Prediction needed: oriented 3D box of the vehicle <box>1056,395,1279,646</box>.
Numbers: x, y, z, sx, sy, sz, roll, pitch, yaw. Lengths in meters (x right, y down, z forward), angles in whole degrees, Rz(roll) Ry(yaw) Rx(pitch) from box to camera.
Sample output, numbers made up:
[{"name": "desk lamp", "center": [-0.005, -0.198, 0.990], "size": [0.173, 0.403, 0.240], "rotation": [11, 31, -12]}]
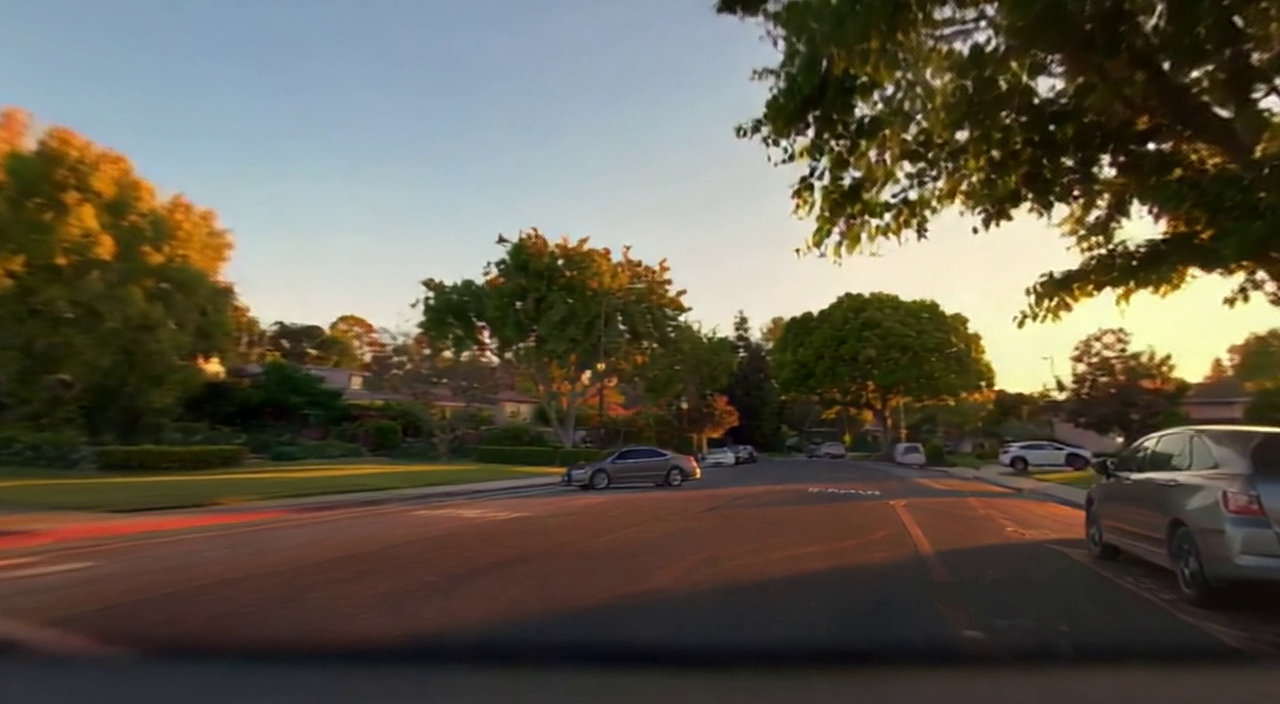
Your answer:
[{"name": "vehicle", "center": [6.312, 1.545, 6.680], "size": [2.154, 1.855, 4.689], "rotation": [-3, -9, 21]}]

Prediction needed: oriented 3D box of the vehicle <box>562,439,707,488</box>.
[{"name": "vehicle", "center": [-0.235, 3.870, 22.108], "size": [4.750, 1.559, 1.928], "rotation": [2, -9, -13]}]

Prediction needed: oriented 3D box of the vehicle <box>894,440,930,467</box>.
[{"name": "vehicle", "center": [20.873, 7.769, 48.559], "size": [2.051, 1.925, 4.625], "rotation": [-3, -9, 18]}]

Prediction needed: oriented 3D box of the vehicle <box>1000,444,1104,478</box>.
[{"name": "vehicle", "center": [24.310, 6.428, 37.480], "size": [4.733, 1.843, 2.005], "rotation": [-2, -8, 20]}]
